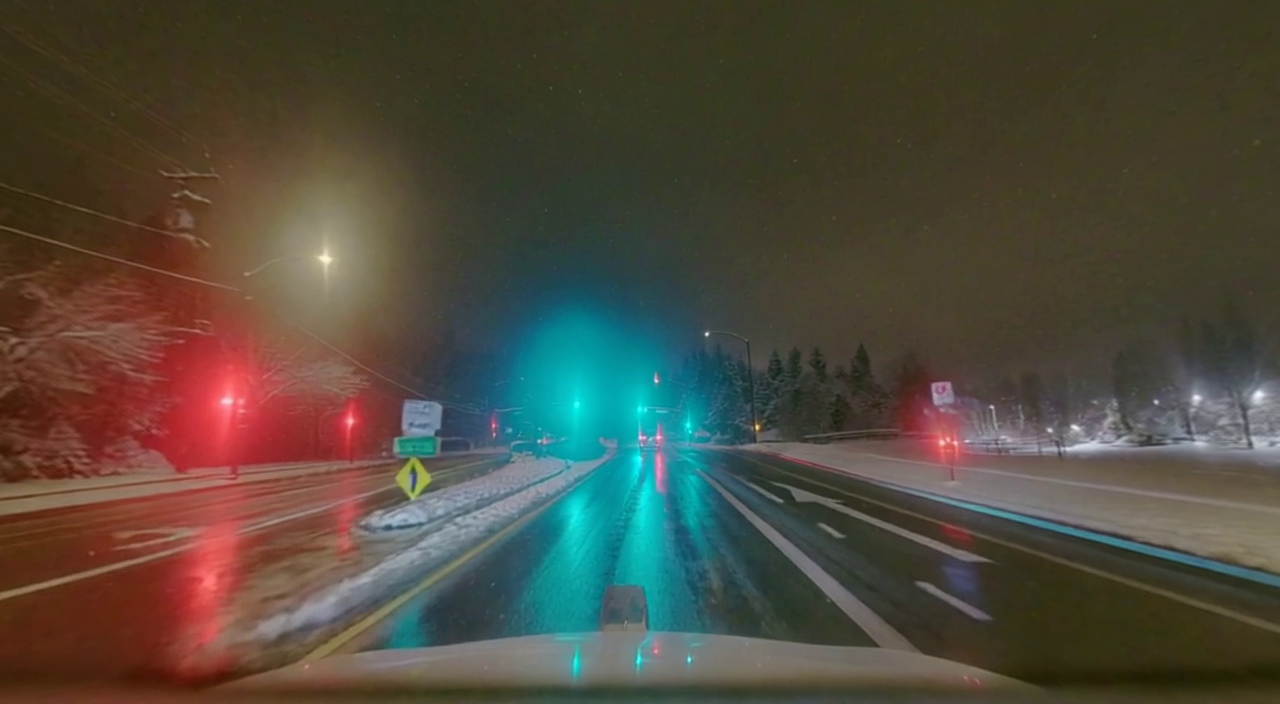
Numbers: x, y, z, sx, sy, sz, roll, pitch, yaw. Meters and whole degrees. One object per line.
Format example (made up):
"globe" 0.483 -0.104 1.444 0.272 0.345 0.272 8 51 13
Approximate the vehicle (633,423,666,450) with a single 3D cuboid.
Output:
"vehicle" 0.689 6.527 48.530 2.371 1.926 5.099 0 -8 -1
